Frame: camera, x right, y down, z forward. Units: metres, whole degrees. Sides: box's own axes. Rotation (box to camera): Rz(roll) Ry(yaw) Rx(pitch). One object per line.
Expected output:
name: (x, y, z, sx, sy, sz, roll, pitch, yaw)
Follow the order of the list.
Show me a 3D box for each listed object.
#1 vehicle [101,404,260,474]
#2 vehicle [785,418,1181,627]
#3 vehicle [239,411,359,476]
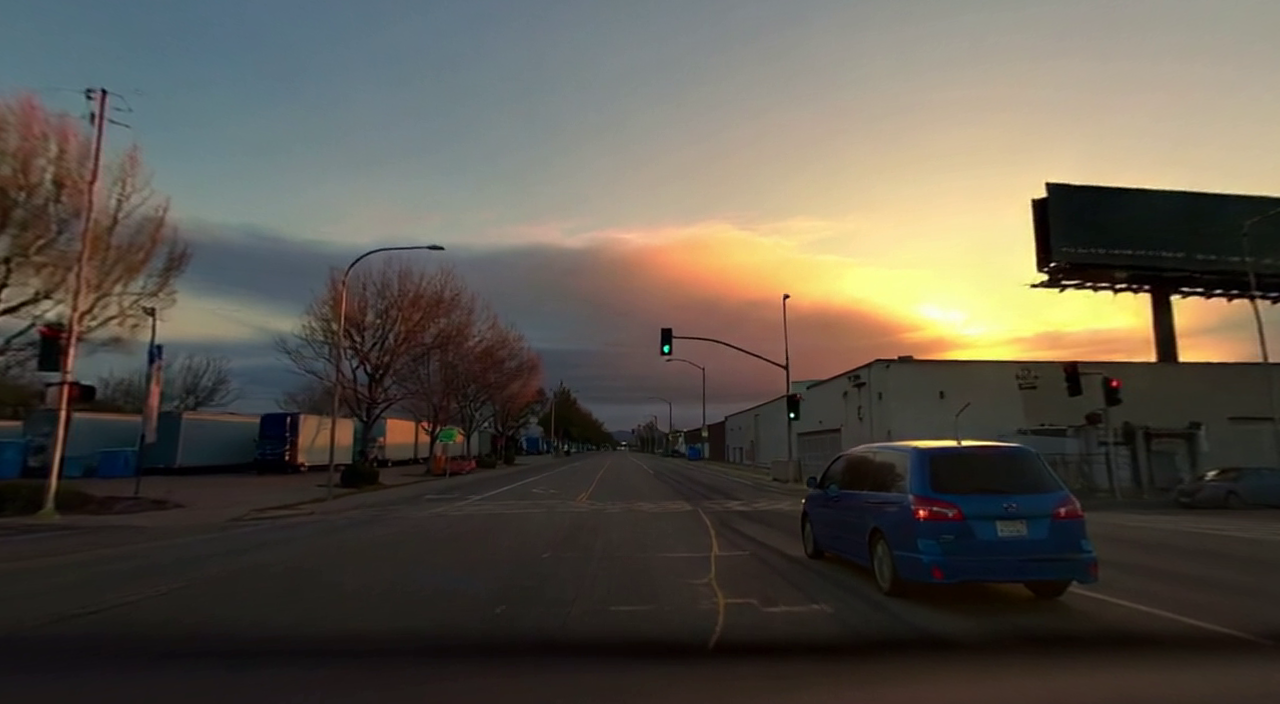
vehicle: (-27.856, 5.431, 38.990, 2.943, 3.741, 9.094, 1, -9, -1)
vehicle: (3.616, 1.889, 8.068, 2.202, 1.822, 4.826, 1, -9, -2)
vehicle: (-21.043, 5.678, 39.616, 3.337, 3.644, 7.945, 1, -7, -3)
